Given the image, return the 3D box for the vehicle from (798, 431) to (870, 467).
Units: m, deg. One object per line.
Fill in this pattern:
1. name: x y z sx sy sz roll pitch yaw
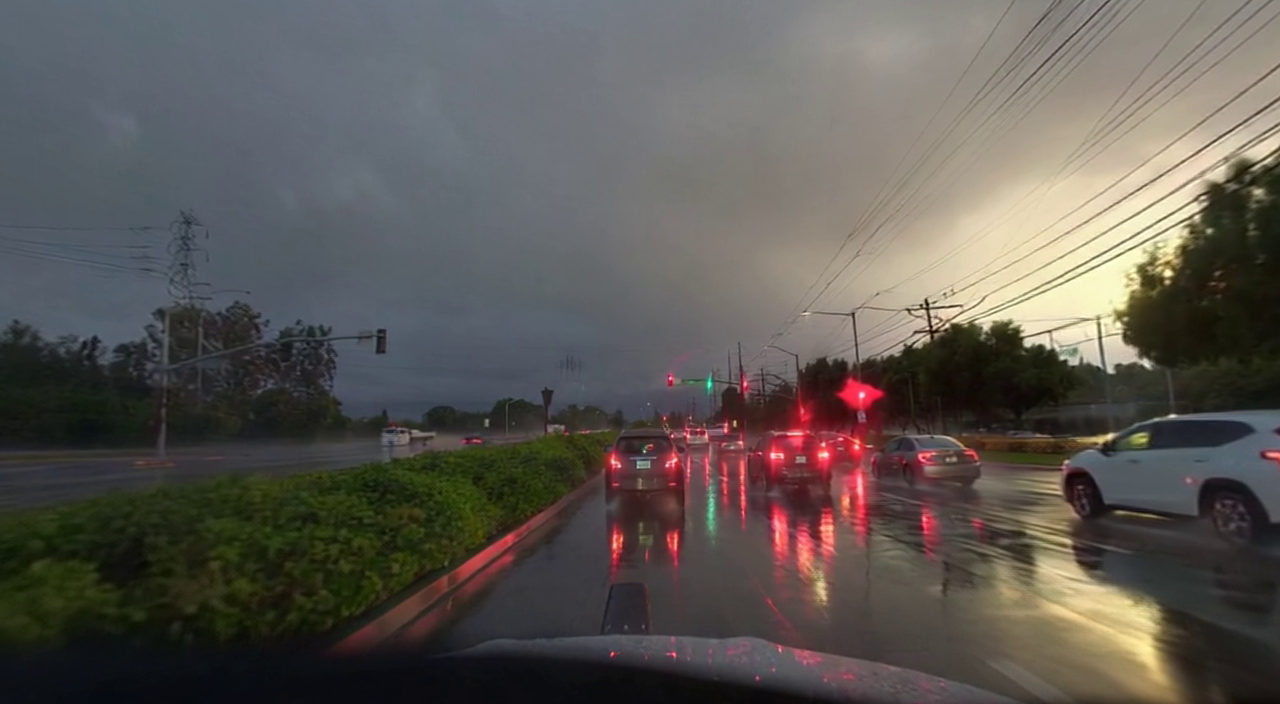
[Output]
1. vehicle: 8.972 4.527 29.572 1.966 1.536 4.666 0 -8 1

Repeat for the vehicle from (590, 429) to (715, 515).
1. vehicle: 0.261 2.451 13.422 2.208 1.498 4.401 0 -8 1

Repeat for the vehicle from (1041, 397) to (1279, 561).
1. vehicle: 8.251 1.655 8.658 2.195 1.802 5.051 0 -8 1

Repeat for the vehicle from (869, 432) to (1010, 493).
1. vehicle: 8.165 3.044 17.710 1.905 1.483 4.469 -1 -8 2

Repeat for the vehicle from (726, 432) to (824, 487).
1. vehicle: 3.951 3.239 19.243 2.028 1.454 4.531 0 -8 1
